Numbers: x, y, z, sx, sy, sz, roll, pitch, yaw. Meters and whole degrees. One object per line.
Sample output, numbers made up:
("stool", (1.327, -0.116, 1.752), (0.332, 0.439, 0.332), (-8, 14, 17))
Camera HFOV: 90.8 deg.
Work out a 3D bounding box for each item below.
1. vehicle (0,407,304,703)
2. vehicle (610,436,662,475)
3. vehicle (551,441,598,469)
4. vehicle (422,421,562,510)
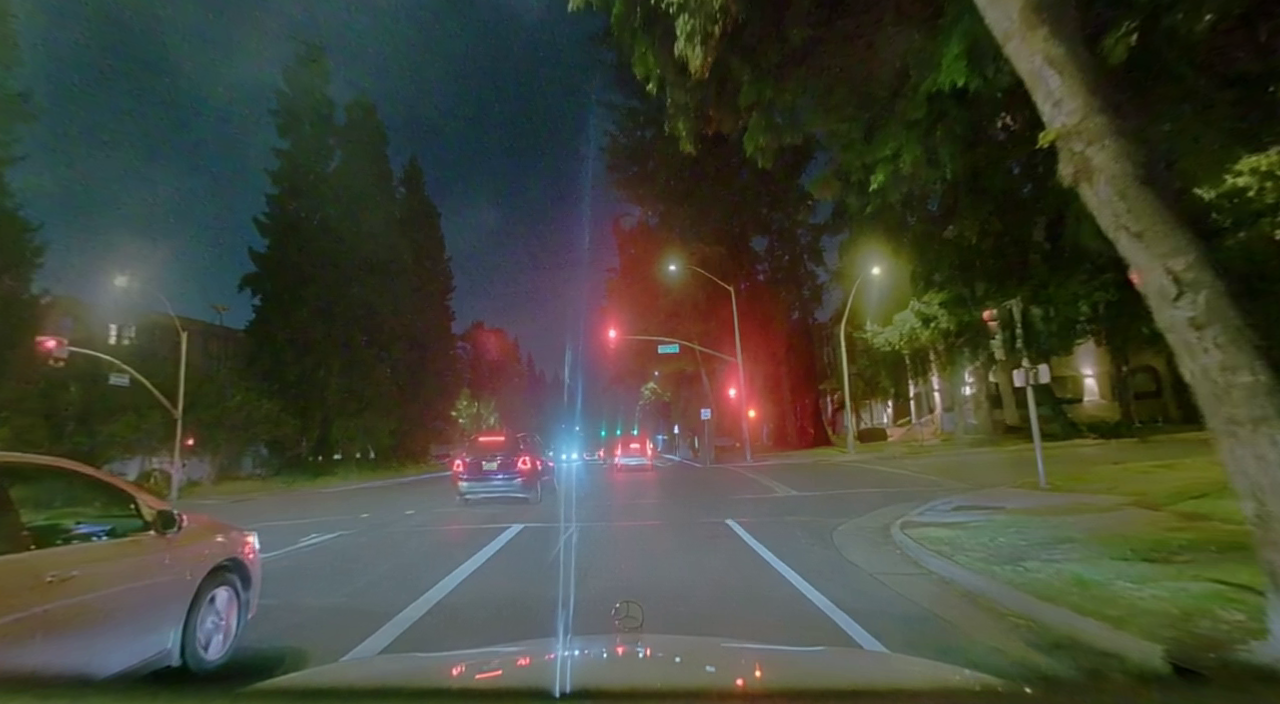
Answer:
("vehicle", (-3.512, 0.938, 2.319), (1.934, 1.475, 4.741), (0, -8, 0))
("vehicle", (-0.210, 4.338, 26.786), (2.062, 1.518, 3.901), (0, -8, -1))
("vehicle", (-3.716, 5.975, 36.793), (2.268, 1.522, 4.350), (0, -8, 0))
("vehicle", (-3.265, 2.622, 15.033), (2.157, 1.771, 4.452), (0, -8, 1))
